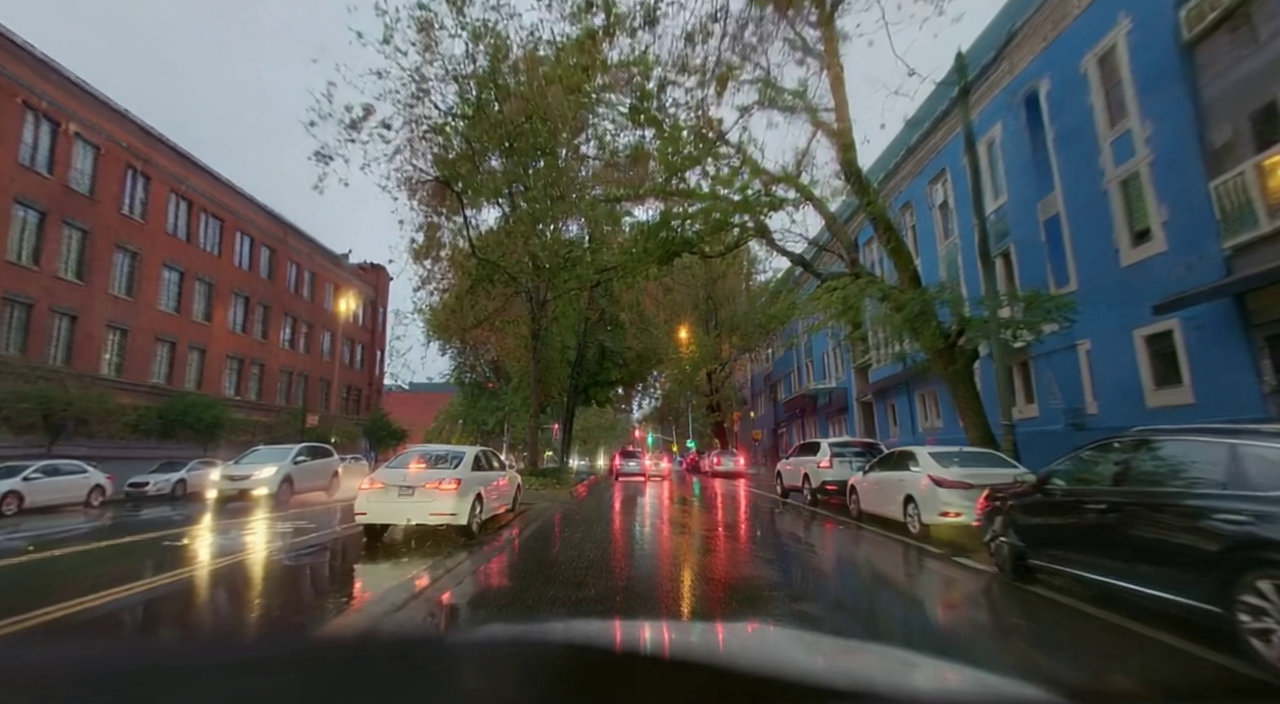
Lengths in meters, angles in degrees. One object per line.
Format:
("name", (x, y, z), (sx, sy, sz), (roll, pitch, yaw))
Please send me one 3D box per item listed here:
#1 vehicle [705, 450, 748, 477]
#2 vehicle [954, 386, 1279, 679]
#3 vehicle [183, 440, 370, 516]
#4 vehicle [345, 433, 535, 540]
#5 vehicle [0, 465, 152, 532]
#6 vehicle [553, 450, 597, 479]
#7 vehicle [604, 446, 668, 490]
("vehicle", (5.000, 6.468, 36.745), (1.832, 1.491, 4.054), (1, -9, -1))
("vehicle", (4.801, 1.245, 4.775), (2.001, 1.742, 4.996), (1, -9, -3))
("vehicle", (-9.541, 3.316, 17.142), (2.186, 1.745, 4.693), (0, -9, 1))
("vehicle", (-3.361, 2.359, 11.735), (1.934, 1.548, 4.635), (0, -9, 1))
("vehicle", (-17.765, 4.252, 18.776), (2.181, 1.579, 5.185), (0, -9, 2))
("vehicle", (-3.698, 6.470, 36.584), (1.972, 1.560, 4.066), (0, -9, 2))
("vehicle", (-0.181, 4.376, 24.081), (2.230, 1.518, 4.113), (1, -9, -1))
